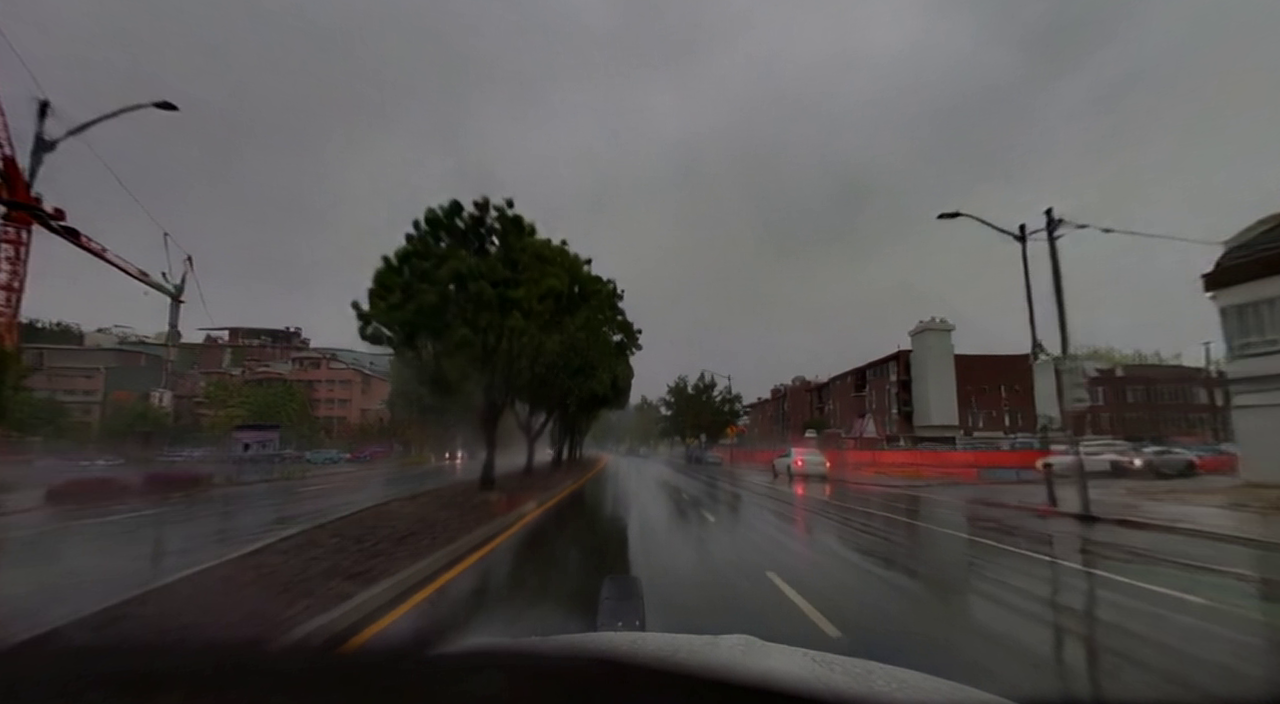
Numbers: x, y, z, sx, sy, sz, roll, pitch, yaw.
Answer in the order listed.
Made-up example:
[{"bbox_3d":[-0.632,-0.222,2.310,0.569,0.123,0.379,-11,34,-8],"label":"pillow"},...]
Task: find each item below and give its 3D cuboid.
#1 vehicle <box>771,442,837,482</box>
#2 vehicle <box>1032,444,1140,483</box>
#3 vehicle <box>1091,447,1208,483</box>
[{"bbox_3d":[7.939,5.316,30.970,2.080,1.706,4.392,3,-8,0],"label":"vehicle"},{"bbox_3d":[20.852,5.182,29.757,1.965,1.690,4.077,0,-8,-2],"label":"vehicle"},{"bbox_3d":[23.871,5.274,29.822,1.786,1.495,4.183,2,-8,-6],"label":"vehicle"}]
